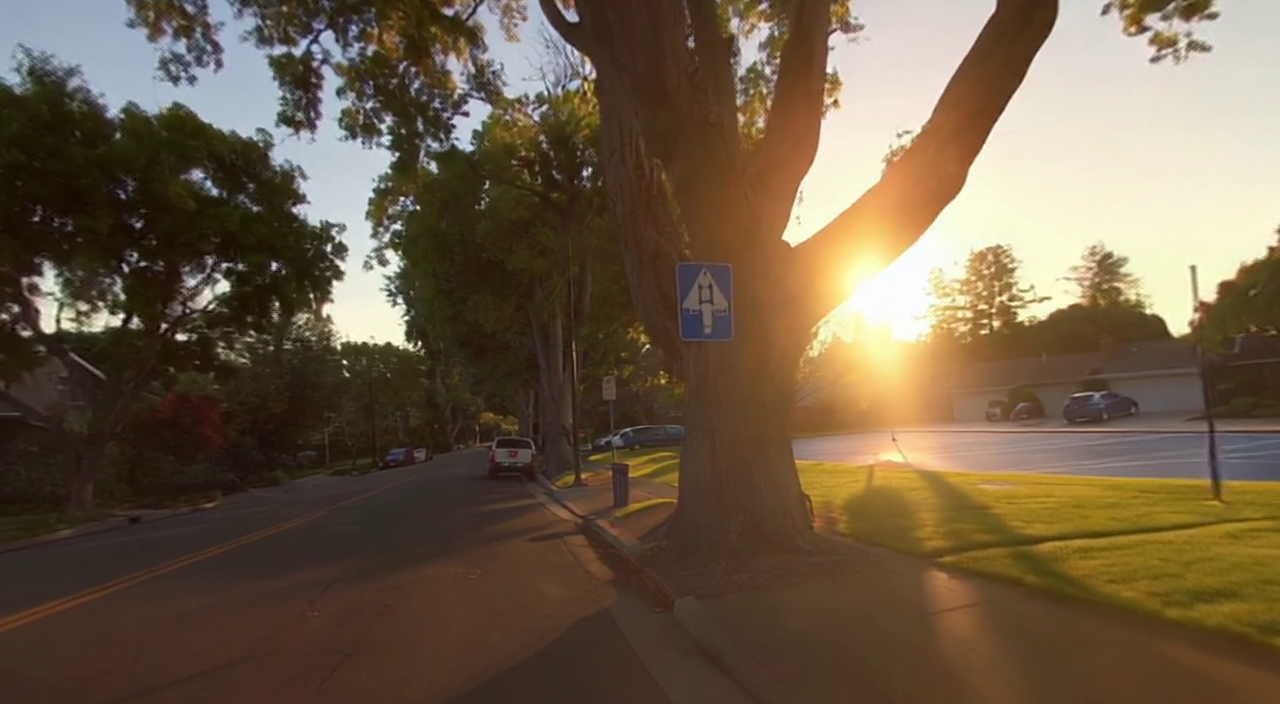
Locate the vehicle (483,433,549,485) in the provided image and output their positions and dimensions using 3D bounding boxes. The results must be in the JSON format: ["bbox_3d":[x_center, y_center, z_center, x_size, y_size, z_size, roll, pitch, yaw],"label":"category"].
[{"bbox_3d":[-4.725,4.016,23.991,2.204,1.776,4.262,2,-9,-11],"label":"vehicle"}]

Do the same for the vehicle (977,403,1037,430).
[{"bbox_3d":[24.160,4.268,41.499,4.245,1.601,1.912,7,-11,-39],"label":"vehicle"}]

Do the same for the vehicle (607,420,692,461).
[{"bbox_3d":[0.583,4.748,34.157,4.390,1.696,1.954,0,-6,-44],"label":"vehicle"}]

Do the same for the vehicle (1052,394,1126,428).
[{"bbox_3d":[25.173,3.356,35.383,4.481,1.634,1.973,6,-11,-37],"label":"vehicle"}]
